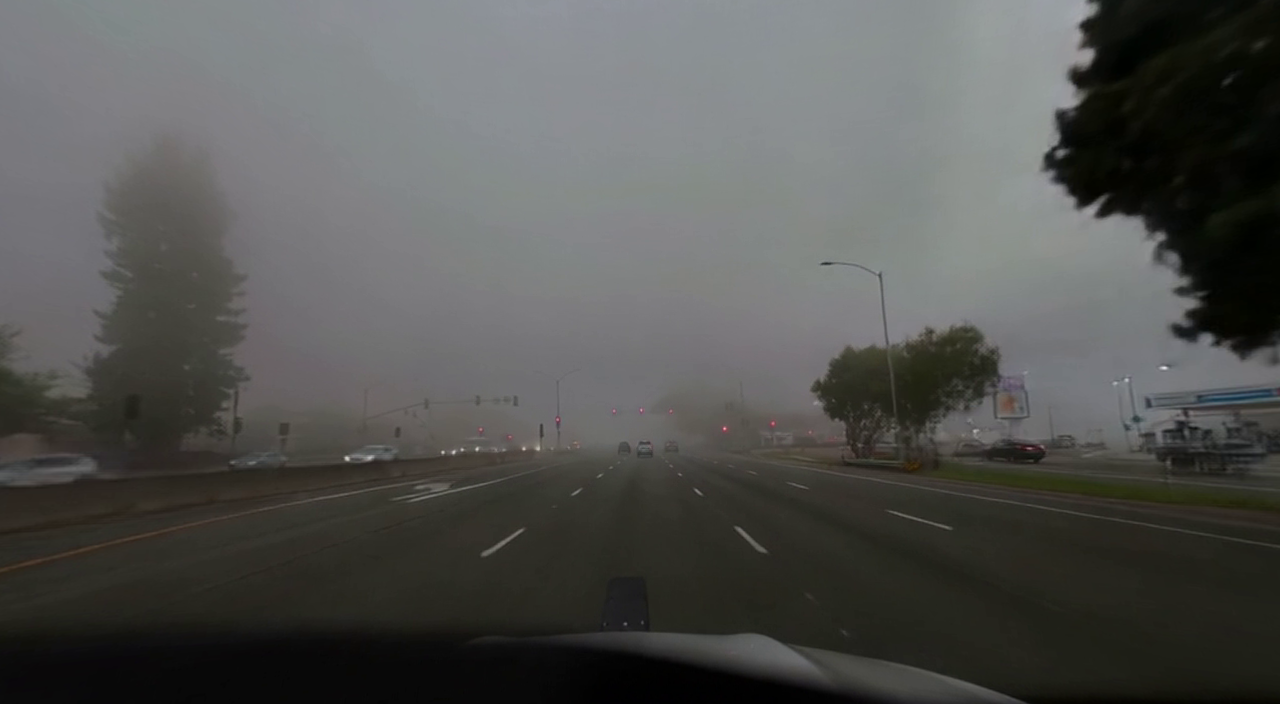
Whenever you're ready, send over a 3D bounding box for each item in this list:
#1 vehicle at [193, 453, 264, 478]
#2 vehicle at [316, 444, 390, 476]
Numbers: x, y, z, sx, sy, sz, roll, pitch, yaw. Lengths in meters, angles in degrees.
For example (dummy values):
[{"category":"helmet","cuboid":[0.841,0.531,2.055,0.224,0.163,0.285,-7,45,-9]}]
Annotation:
[{"category":"vehicle","cuboid":[-26.448,7.284,40.655,1.851,1.421,3.935,0,-8,0]},{"category":"vehicle","cuboid":[-14.812,5.569,32.811,1.880,1.496,4.246,0,-8,0]}]
